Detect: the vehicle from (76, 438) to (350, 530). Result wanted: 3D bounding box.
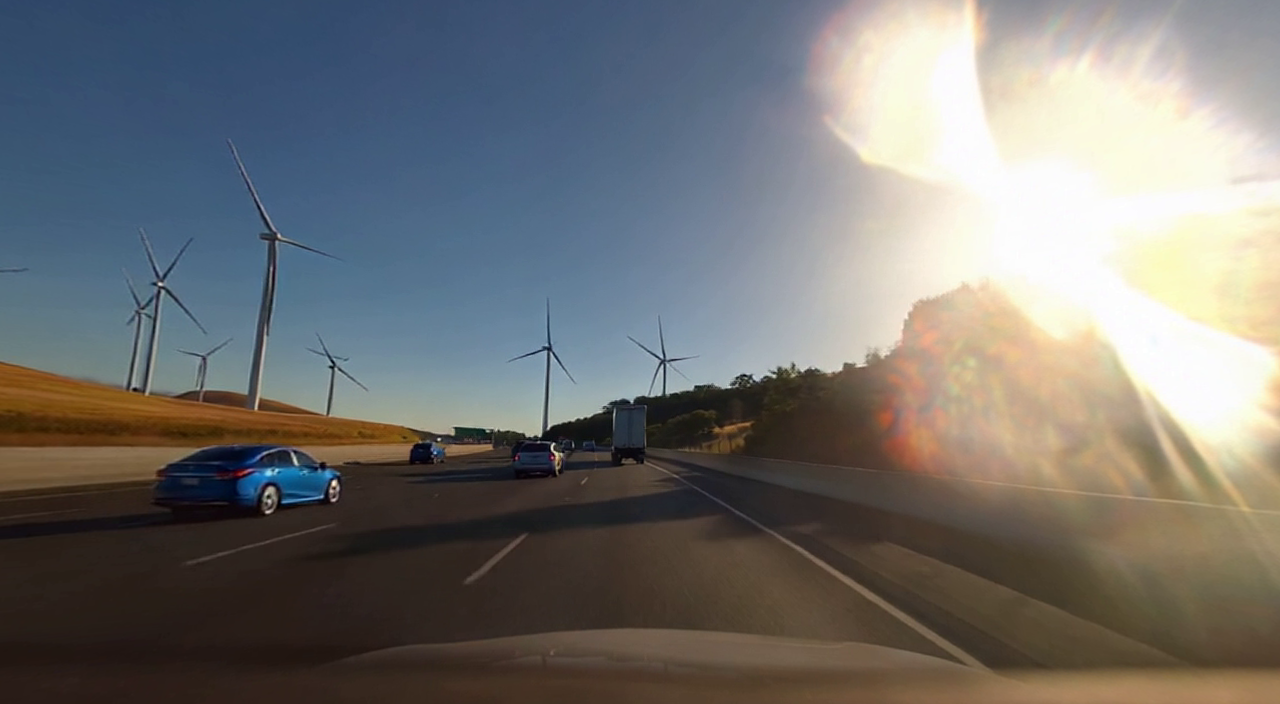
[{"bbox_3d":[-8.067,2.501,12.619,2.271,1.488,4.597,0,-8,0],"label":"vehicle"}]

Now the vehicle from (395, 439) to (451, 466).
[{"bbox_3d":[-15.878,7.372,46.274,2.285,1.835,5.672,0,-8,-3],"label":"vehicle"}]

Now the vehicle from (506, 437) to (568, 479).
[{"bbox_3d":[-4.395,4.584,27.415,2.109,1.684,3.783,0,-8,-1],"label":"vehicle"}]
